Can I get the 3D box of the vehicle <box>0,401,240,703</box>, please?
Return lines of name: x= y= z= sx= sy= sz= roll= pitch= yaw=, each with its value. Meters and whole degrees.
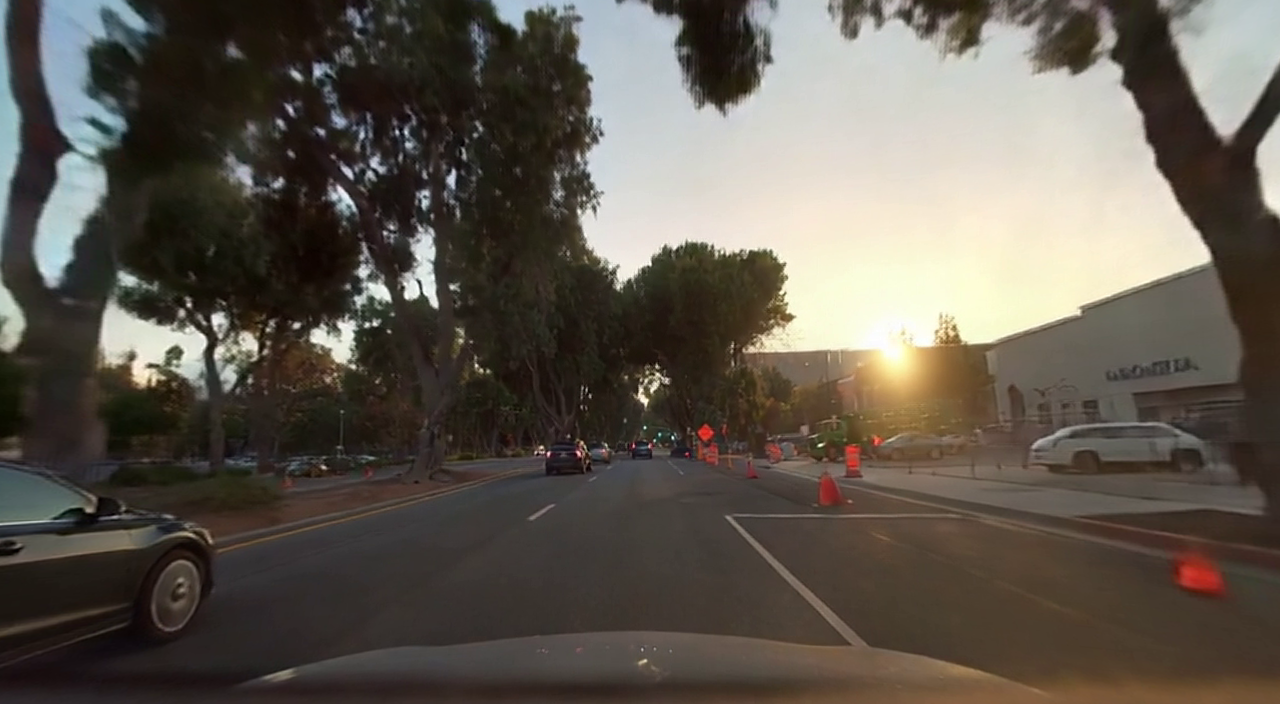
vehicle: x=-4.020 y=0.988 z=2.884 sx=1.856 sy=1.540 sz=3.733 roll=0 pitch=-8 yaw=1

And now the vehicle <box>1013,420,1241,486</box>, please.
vehicle: x=13.809 y=2.900 z=18.351 sx=4.804 sy=1.695 sz=2.055 roll=-4 pitch=-9 yaw=26

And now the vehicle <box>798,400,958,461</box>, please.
vehicle: x=15.007 y=5.056 z=40.268 sx=8.949 sy=3.673 sz=3.044 roll=0 pitch=-8 yaw=-2

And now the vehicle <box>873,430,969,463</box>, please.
vehicle: x=15.767 y=5.328 z=35.581 sx=1.874 sy=1.694 sz=4.535 roll=7 pitch=-11 yaw=-38

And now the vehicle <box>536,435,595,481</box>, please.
vehicle: x=-2.929 y=4.253 z=25.637 sx=2.038 sy=1.682 sz=4.399 roll=0 pitch=-8 yaw=-2
